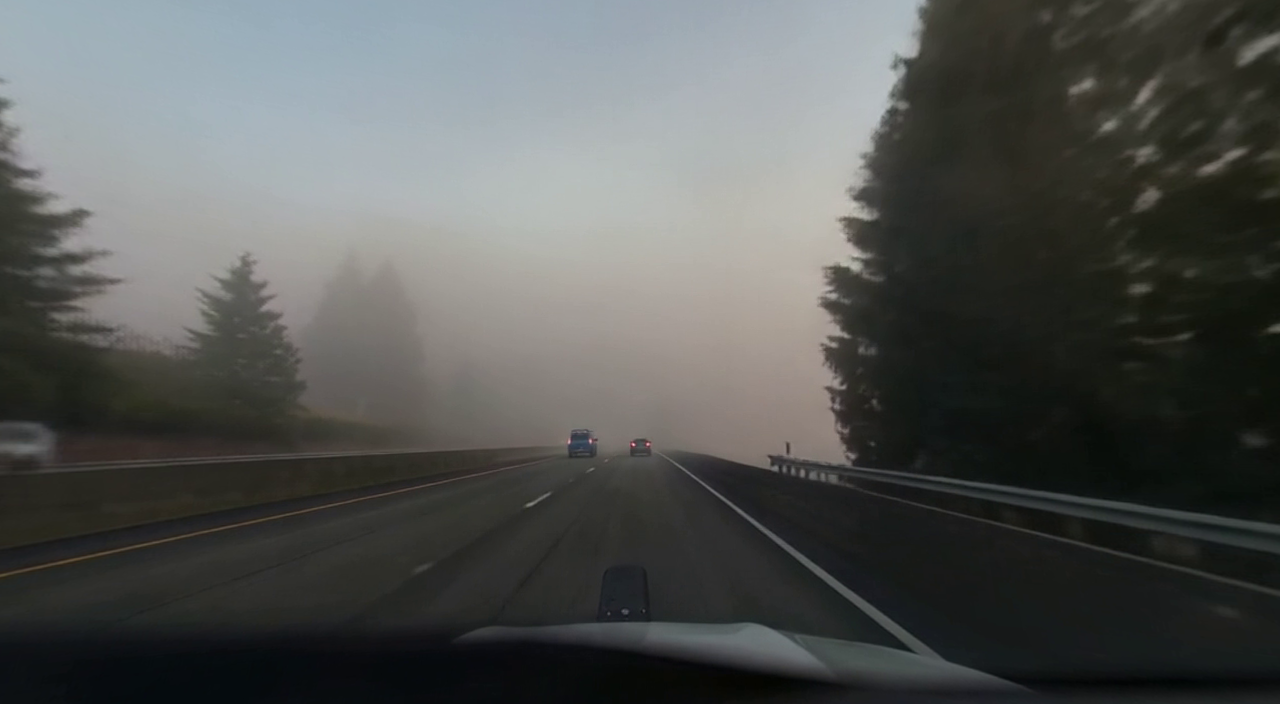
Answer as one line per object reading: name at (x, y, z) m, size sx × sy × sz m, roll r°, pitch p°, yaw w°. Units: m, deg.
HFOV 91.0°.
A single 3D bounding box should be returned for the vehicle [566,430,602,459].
vehicle at (-4.034, 6.788, 46.210) m, size 2.241 × 2.034 × 4.890 m, roll 0°, pitch -8°, yaw 0°
